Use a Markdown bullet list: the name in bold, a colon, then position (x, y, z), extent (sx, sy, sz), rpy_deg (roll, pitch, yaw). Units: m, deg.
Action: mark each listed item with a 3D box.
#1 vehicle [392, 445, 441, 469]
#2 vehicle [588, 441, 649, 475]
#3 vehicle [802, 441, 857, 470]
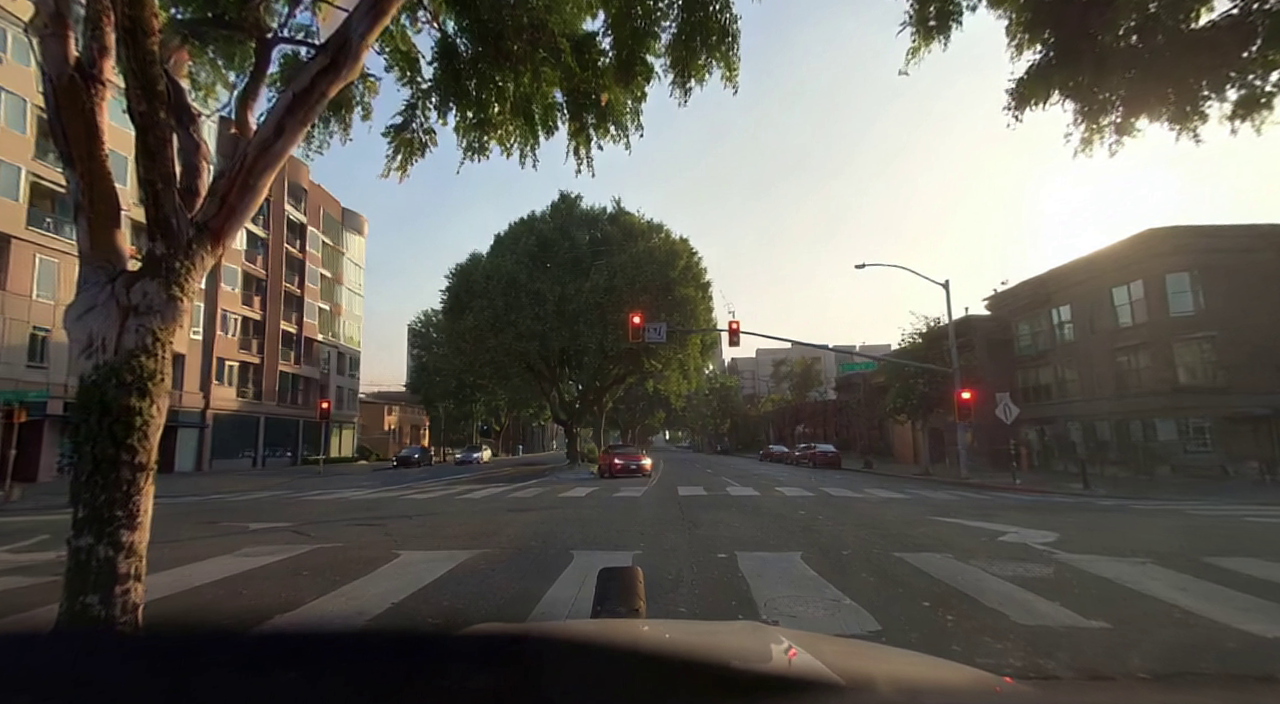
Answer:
- **vehicle**: position (-16.485, 7.730, 46.763), extent (2.075, 1.708, 4.335), rpy_deg (0, -8, -1)
- **vehicle**: position (-1.083, 4.908, 29.606), extent (1.933, 1.460, 4.683), rpy_deg (2, -9, -13)
- **vehicle**: position (13.051, 7.126, 43.841), extent (2.181, 1.876, 4.723), rpy_deg (0, -8, -2)
